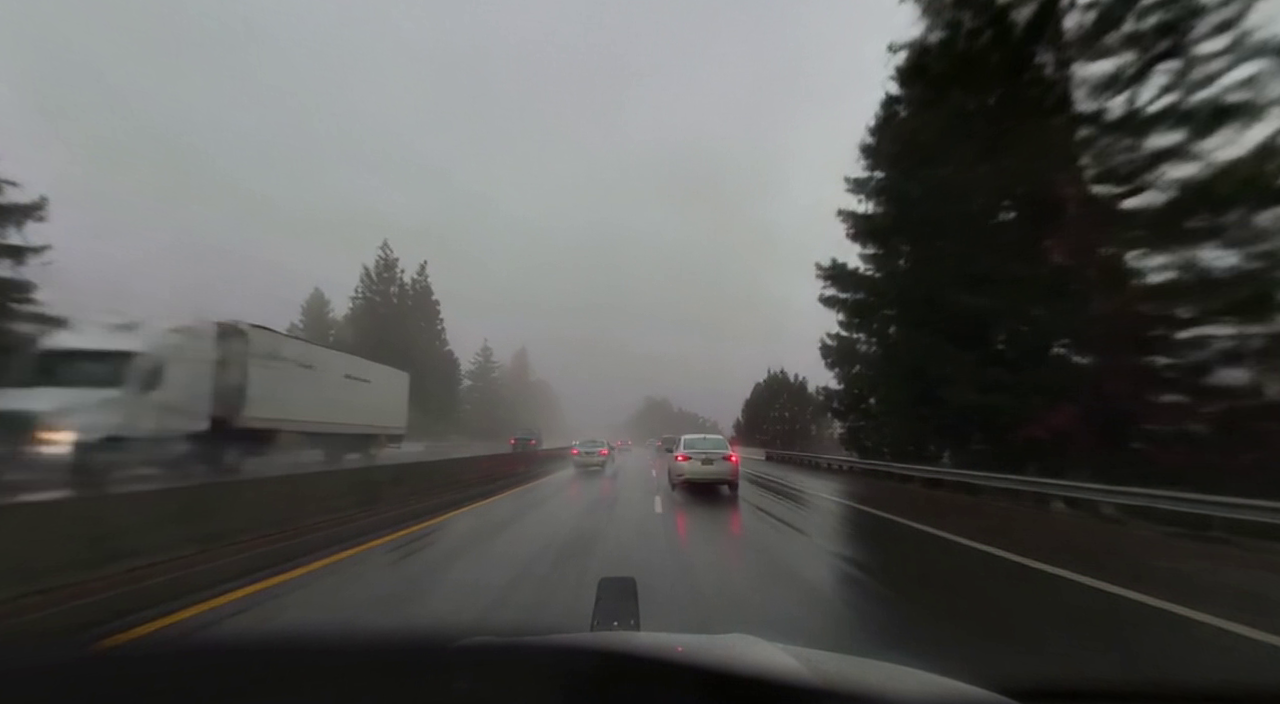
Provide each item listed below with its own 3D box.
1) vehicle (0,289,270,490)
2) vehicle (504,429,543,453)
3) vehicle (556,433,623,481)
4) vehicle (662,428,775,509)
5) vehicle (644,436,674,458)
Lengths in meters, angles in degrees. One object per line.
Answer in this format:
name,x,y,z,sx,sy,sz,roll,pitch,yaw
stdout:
vehicle,-12.814,1.173,15.776,2.979,4.027,6.468,-1,-8,0
vehicle,-8.694,6.701,47.269,2.109,1.706,4.082,-1,-8,0
vehicle,-1.759,3.826,23.304,2.178,1.559,4.254,-1,-8,-1
vehicle,1.628,2.655,14.947,2.055,1.566,5.046,-1,-8,0
vehicle,1.395,7.217,47.734,2.146,1.546,3.796,-1,-8,0
